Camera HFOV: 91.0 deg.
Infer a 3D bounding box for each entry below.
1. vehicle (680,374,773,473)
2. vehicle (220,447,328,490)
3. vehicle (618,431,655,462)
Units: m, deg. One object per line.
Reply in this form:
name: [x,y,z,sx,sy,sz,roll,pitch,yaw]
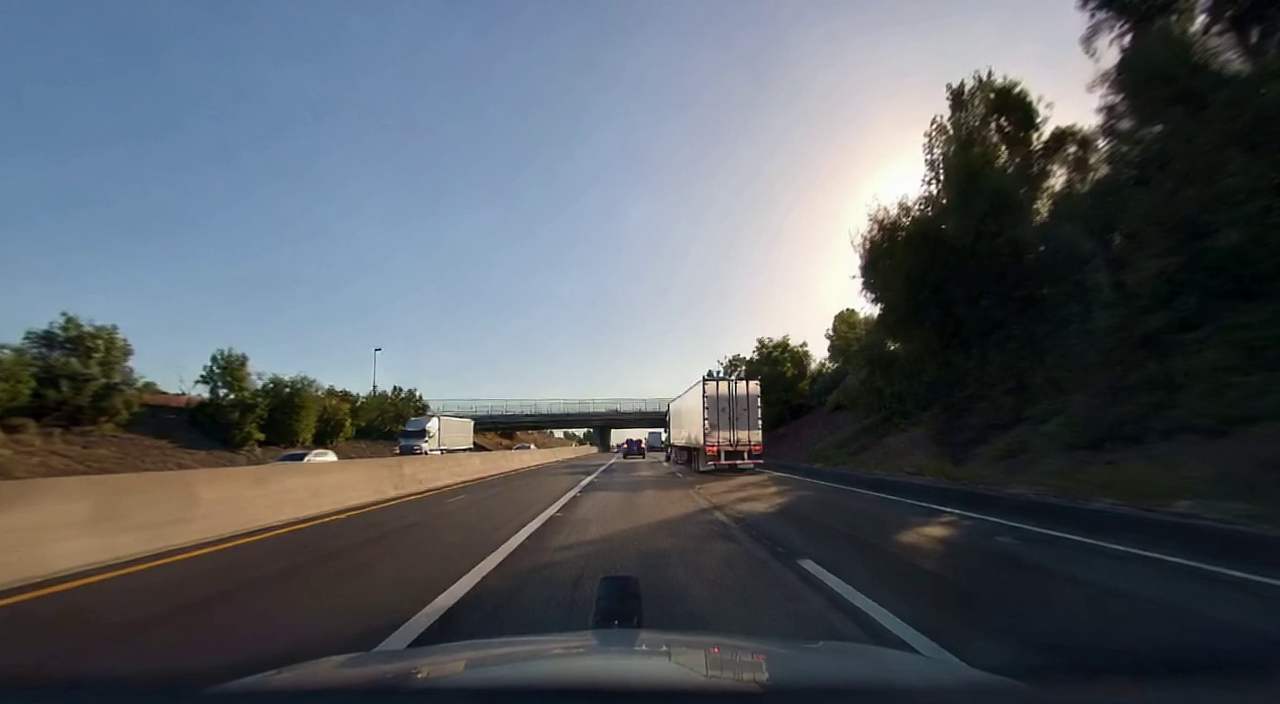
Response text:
vehicle: [3.733,3.451,29.527,2.967,3.961,8.660,0,-8,-1]
vehicle: [-14.816,4.711,25.756,2.059,1.535,3.963,0,-8,-1]
vehicle: [-0.311,6.641,44.299,2.456,2.007,4.728,0,-8,-2]
